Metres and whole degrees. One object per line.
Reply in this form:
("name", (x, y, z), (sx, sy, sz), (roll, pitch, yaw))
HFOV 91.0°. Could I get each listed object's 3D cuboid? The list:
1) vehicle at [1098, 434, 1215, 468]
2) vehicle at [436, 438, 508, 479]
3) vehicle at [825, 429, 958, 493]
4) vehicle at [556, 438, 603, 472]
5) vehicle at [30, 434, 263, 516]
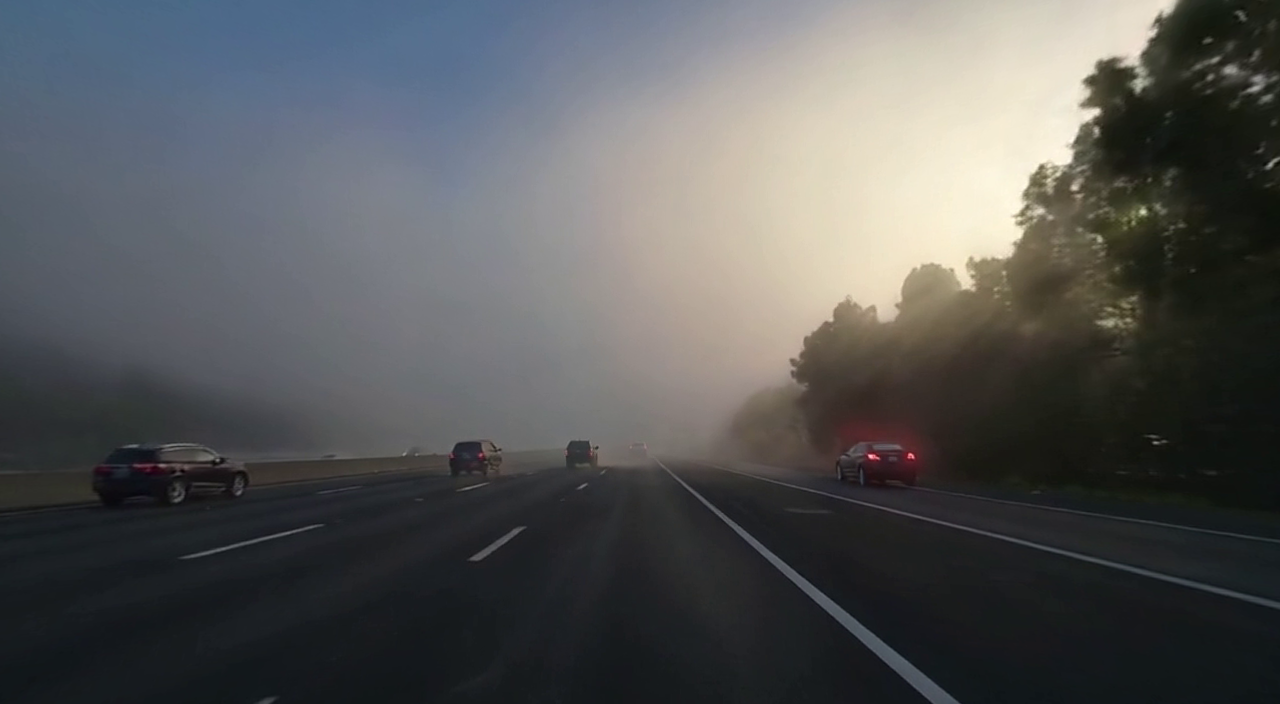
("vehicle", (28.076, 5.423, 34.514), (2.051, 1.728, 4.927), (1, -9, -2))
("vehicle", (-7.672, 4.919, 29.269), (2.087, 1.755, 4.457), (0, -9, 0))
("vehicle", (8.062, 3.559, 20.833), (2.259, 1.816, 4.862), (1, -9, -2))
("vehicle", (-3.643, 6.340, 39.014), (2.288, 1.962, 5.119), (0, -9, 2))
("vehicle", (-11.275, 2.813, 14.905), (1.958, 1.633, 4.302), (0, -9, 0))
